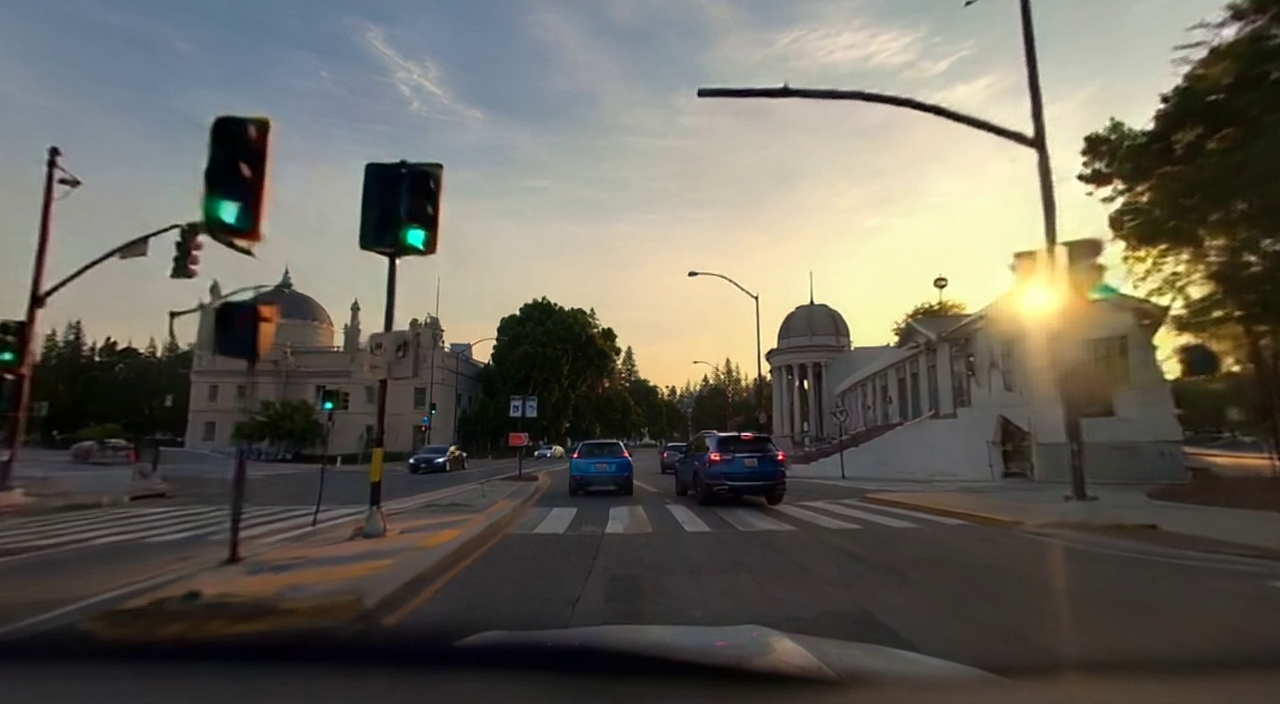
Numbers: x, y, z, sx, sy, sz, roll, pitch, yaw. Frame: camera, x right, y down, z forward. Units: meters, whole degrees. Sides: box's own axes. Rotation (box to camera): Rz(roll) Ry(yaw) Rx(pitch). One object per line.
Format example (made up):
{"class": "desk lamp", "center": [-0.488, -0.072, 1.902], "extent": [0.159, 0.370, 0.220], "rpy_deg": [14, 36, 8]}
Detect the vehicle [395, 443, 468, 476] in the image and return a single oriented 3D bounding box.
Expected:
{"class": "vehicle", "center": [-10.436, 5.397, 31.960], "extent": [2.121, 1.513, 4.827], "rpy_deg": [0, -8, -1]}

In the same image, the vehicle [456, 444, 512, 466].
{"class": "vehicle", "center": [-11.295, 7.456, 45.856], "extent": [2.012, 1.490, 4.351], "rpy_deg": [-3, -9, 16]}

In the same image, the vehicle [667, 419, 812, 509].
{"class": "vehicle", "center": [2.089, 2.590, 15.028], "extent": [2.320, 1.772, 4.872], "rpy_deg": [0, -9, -4]}

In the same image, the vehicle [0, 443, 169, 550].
{"class": "vehicle", "center": [-9.857, 2.138, 9.602], "extent": [2.013, 1.466, 4.430], "rpy_deg": [0, -8, -2]}

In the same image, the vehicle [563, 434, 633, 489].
{"class": "vehicle", "center": [-1.411, 3.627, 21.203], "extent": [2.132, 1.632, 3.889], "rpy_deg": [0, -9, -4]}
